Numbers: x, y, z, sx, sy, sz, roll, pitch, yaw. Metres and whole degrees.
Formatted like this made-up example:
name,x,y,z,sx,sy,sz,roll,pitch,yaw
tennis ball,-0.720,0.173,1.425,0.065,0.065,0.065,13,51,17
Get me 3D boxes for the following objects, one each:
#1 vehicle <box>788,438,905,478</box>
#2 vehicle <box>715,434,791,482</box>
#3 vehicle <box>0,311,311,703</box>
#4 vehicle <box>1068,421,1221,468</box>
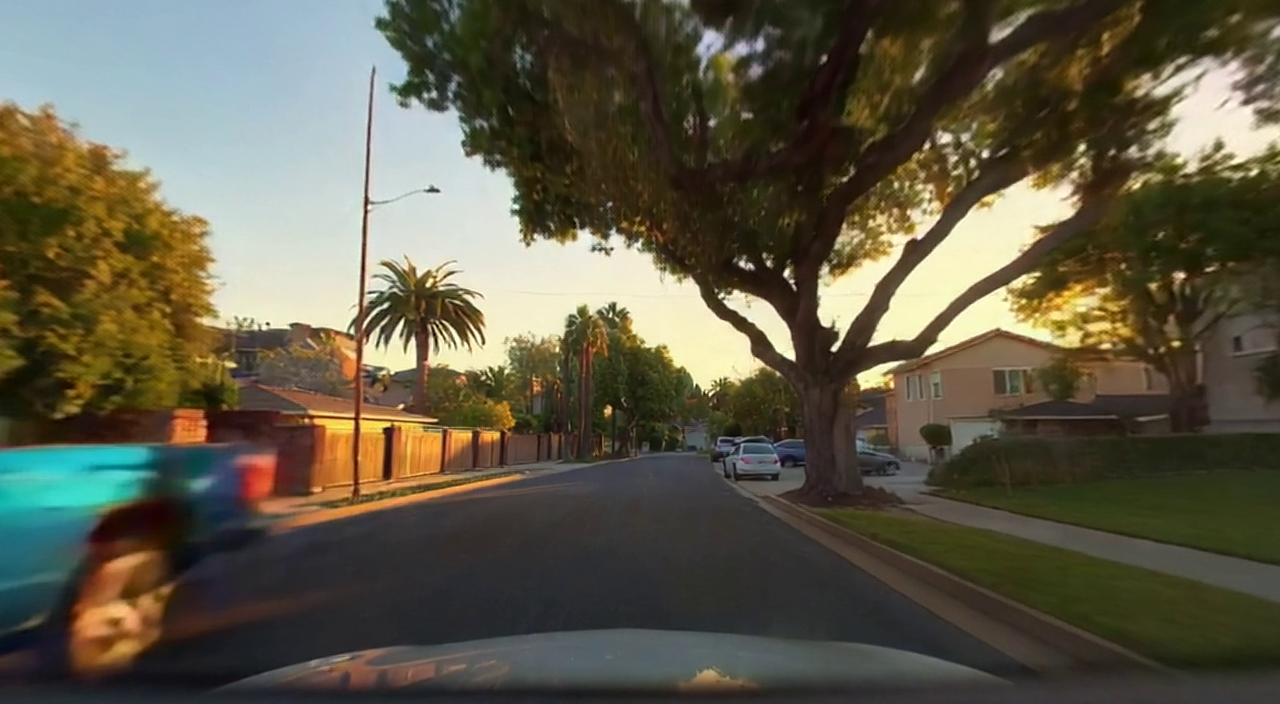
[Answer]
name,x,y,z,sx,sy,sz,roll,pitch,yaw
vehicle,8.293,4.255,25.619,4.057,1.483,1.828,0,-7,-2
vehicle,4.228,4.053,24.424,2.051,1.676,4.497,0,-8,-1
vehicle,-4.349,0.708,2.508,2.274,2.008,6.986,0,-8,1
vehicle,18.523,3.397,23.400,3.903,1.592,1.921,-1,-7,12
